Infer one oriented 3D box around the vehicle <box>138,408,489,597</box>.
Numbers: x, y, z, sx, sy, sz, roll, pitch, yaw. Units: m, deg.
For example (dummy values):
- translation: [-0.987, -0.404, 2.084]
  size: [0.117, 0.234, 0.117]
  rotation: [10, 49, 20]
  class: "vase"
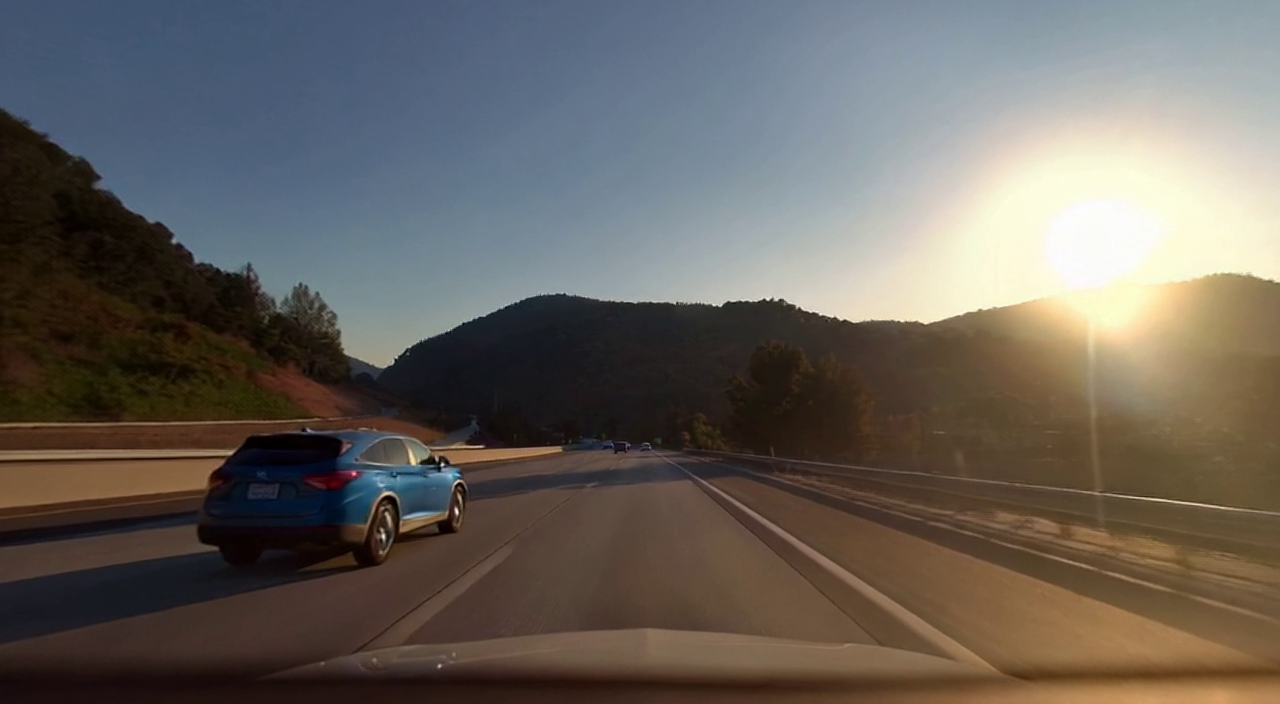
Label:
- translation: [-3.424, 1.656, 7.813]
  size: [1.983, 1.663, 4.290]
  rotation: [0, -9, 1]
  class: "vehicle"
